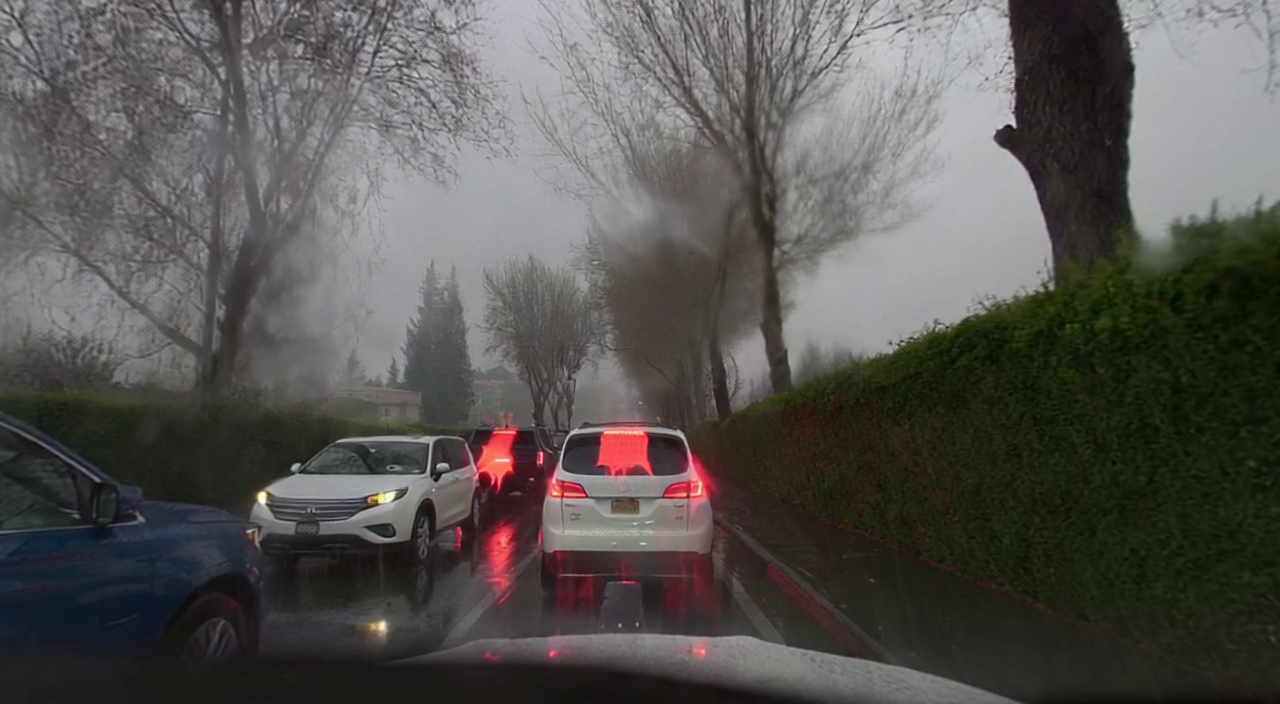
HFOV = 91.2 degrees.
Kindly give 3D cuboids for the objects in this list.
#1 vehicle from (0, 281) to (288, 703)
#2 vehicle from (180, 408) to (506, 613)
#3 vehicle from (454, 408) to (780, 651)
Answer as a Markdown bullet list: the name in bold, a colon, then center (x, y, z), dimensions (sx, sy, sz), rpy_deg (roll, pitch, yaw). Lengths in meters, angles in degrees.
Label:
- **vehicle**: center (-3.280, 0.674, 1.266), dimensions (2.205, 1.913, 5.327), rpy_deg (-6, -8, -2)
- **vehicle**: center (-3.392, 1.851, 8.310), dimensions (2.256, 1.728, 4.421), rpy_deg (-6, -8, -2)
- **vehicle**: center (-0.169, 1.493, 6.234), dimensions (2.154, 1.581, 4.007), rpy_deg (0, -9, 0)
